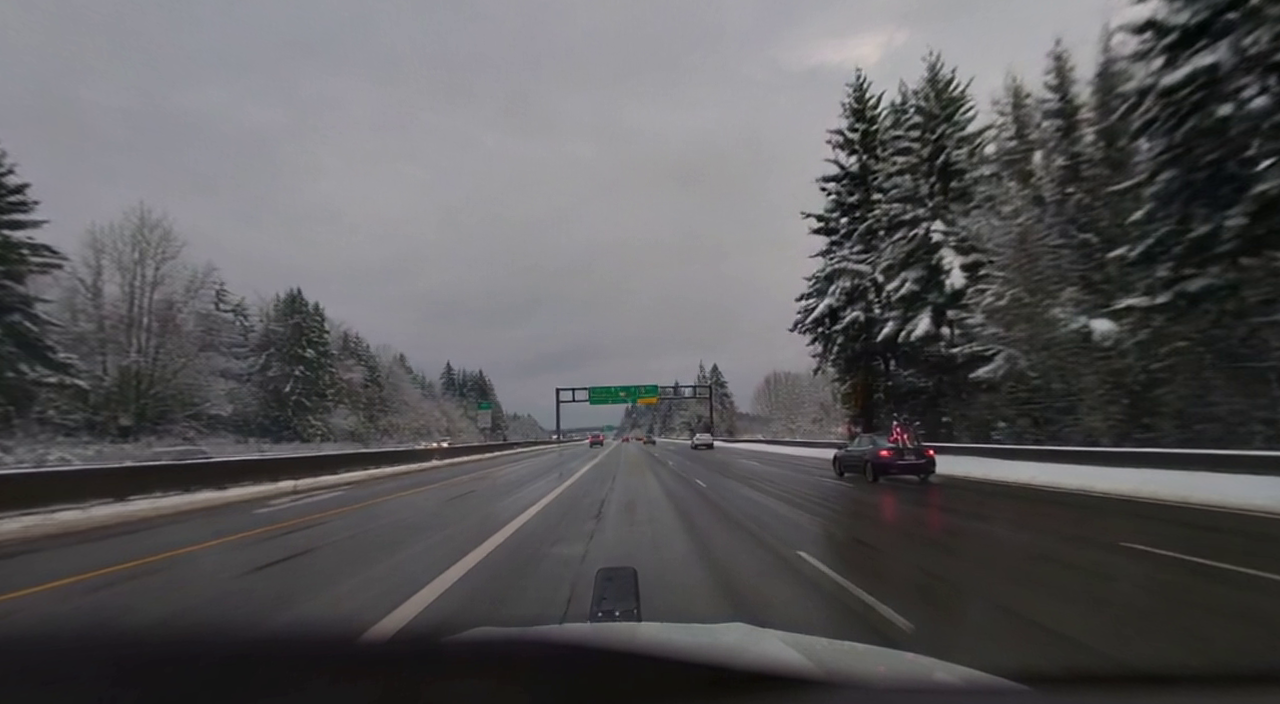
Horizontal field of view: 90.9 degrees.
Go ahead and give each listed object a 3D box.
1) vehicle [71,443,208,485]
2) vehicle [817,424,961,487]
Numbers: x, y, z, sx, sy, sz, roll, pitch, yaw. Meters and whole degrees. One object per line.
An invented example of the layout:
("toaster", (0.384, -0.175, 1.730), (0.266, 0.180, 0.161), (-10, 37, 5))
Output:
("vehicle", (-21.106, 4.693, 26.896), (1.867, 1.496, 5.001), (0, -7, -1))
("vehicle", (6.803, 2.846, 17.888), (2.034, 1.511, 4.785), (0, -7, -1))
